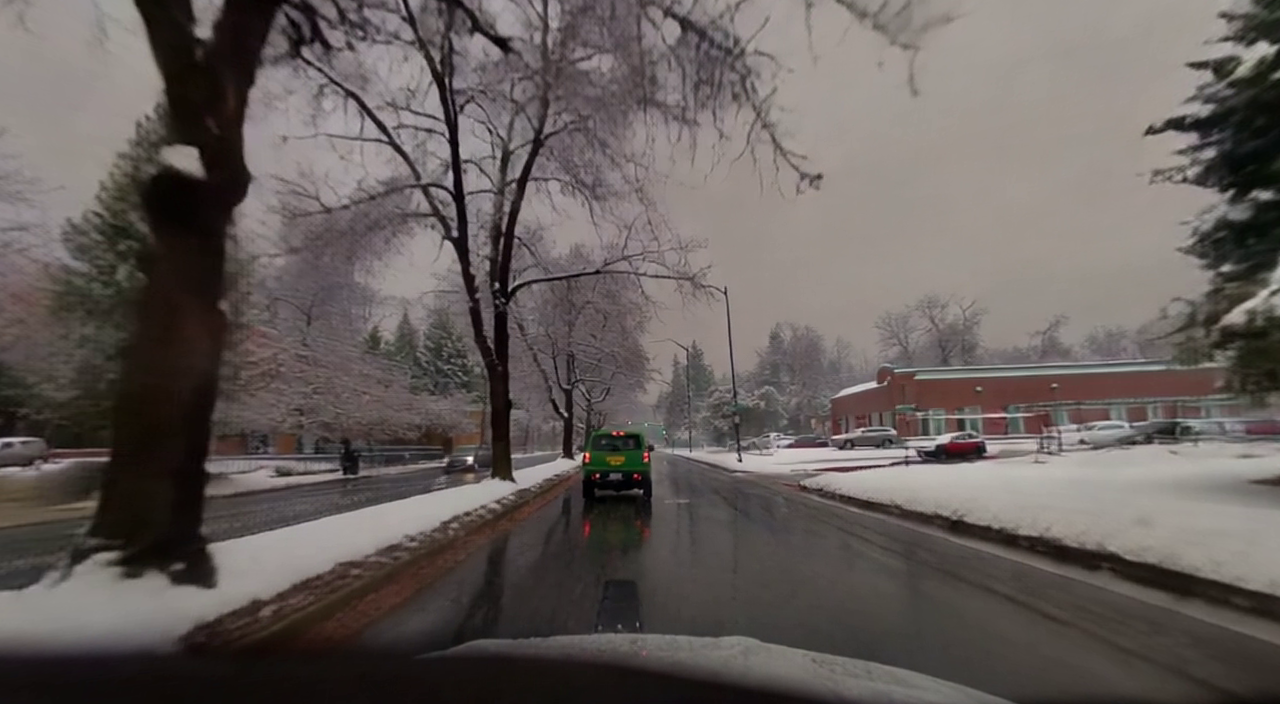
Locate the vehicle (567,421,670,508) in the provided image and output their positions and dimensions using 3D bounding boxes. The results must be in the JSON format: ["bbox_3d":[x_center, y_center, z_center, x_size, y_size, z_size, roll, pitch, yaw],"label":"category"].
[{"bbox_3d":[-0.511,2.793,16.253,2.157,1.816,5.804,0,-8,-1],"label":"vehicle"}]

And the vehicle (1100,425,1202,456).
[{"bbox_3d":[25.631,4.449,31.852,1.816,1.452,3.934,0,-8,0],"label":"vehicle"}]

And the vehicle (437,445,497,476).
[{"bbox_3d":[-9.038,5.676,33.408,2.027,1.493,4.707,0,-8,-2],"label":"vehicle"}]

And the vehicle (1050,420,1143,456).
[{"bbox_3d":[22.964,4.380,31.972,1.870,1.716,3.660,0,-8,0],"label":"vehicle"}]

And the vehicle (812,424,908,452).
[{"bbox_3d":[13.088,5.168,37.825,4.788,1.625,2.319,0,-8,-3],"label":"vehicle"}]

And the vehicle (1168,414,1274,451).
[{"bbox_3d":[29.489,4.142,32.223,1.666,1.765,3.809,0,-8,0],"label":"vehicle"}]

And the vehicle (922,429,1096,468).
[{"bbox_3d":[14.271,3.761,24.746,5.344,1.440,2.318,0,-8,2],"label":"vehicle"}]
